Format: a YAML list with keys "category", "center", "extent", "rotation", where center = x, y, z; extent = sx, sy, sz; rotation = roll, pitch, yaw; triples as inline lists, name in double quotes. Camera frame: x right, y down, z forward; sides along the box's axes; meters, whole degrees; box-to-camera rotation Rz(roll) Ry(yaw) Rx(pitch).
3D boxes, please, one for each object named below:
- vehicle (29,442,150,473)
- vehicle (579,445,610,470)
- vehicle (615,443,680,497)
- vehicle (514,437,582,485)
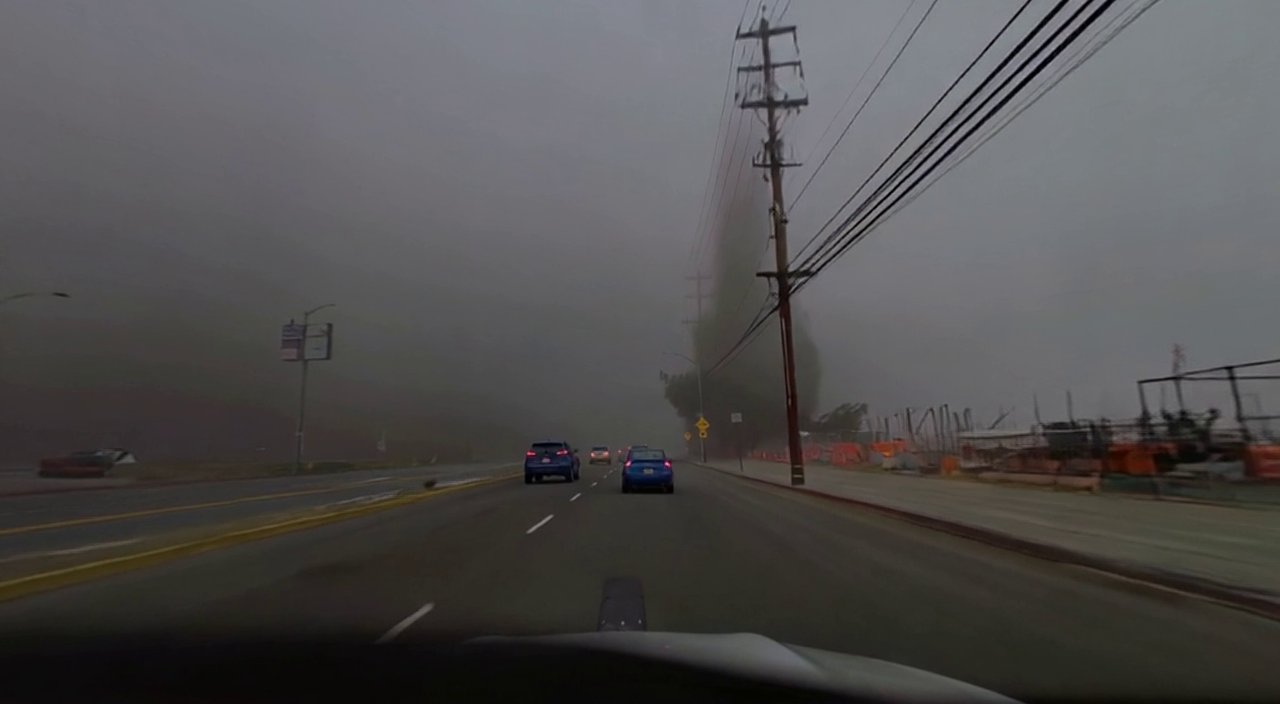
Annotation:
- category: "vehicle"
  center: [-31.884, 6.113, 36.457]
  extent: [5.155, 1.679, 1.934]
  rotation: [0, -8, 0]
- category: "vehicle"
  center: [-3.371, 7.934, 47.465]
  extent: [1.910, 1.713, 4.786]
  rotation: [0, -8, 1]
- category: "vehicle"
  center: [0.246, 4.038, 21.880]
  extent: [2.059, 1.691, 3.980]
  rotation: [0, -8, 0]
- category: "vehicle"
  center: [-3.698, 4.478, 26.060]
  extent: [2.078, 1.804, 4.387]
  rotation: [0, -8, 2]
